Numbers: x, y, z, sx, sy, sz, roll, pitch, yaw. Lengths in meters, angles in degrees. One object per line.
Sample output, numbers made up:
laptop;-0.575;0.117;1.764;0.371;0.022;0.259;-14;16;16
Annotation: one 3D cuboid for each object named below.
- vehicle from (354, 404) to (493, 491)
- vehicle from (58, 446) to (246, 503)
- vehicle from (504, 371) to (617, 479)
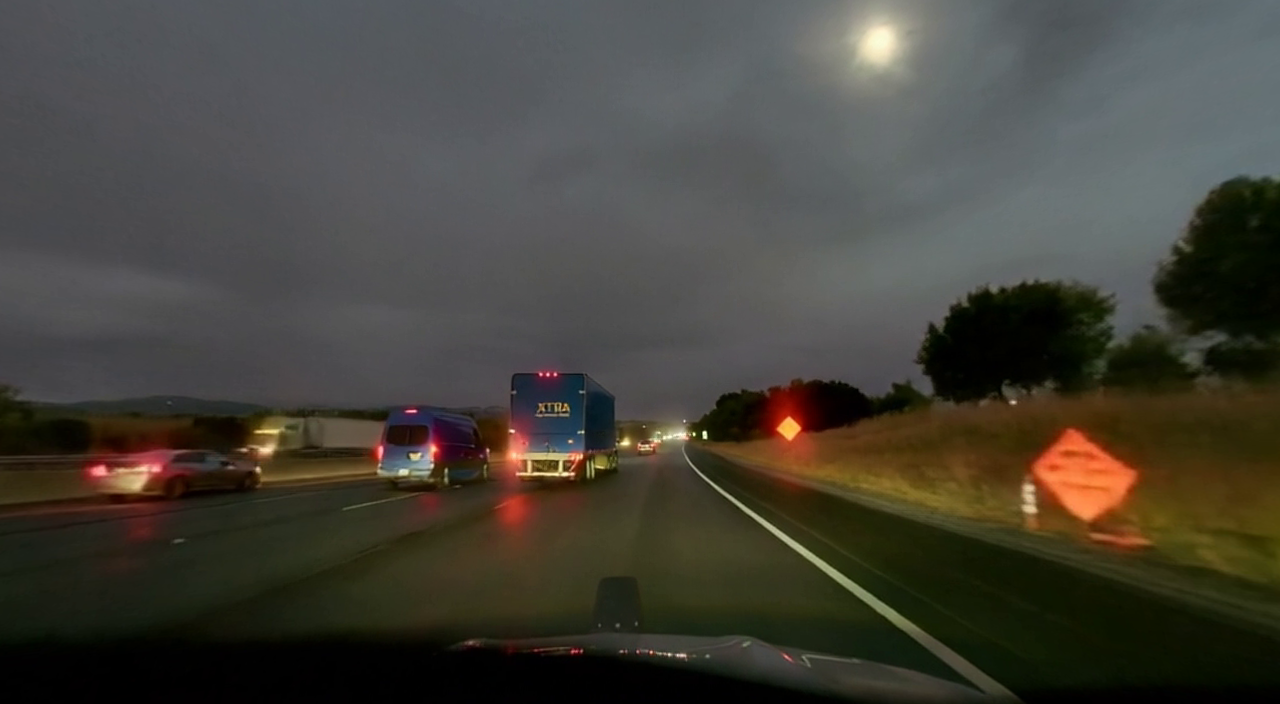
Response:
vehicle;-7.260;3.327;22.115;2.469;2.615;5.874;0;-8;3
vehicle;-14.667;3.661;19.384;1.901;1.487;4.622;0;-8;3
vehicle;-3.145;3.422;28.425;3.183;4.011;9.617;0;-8;4
